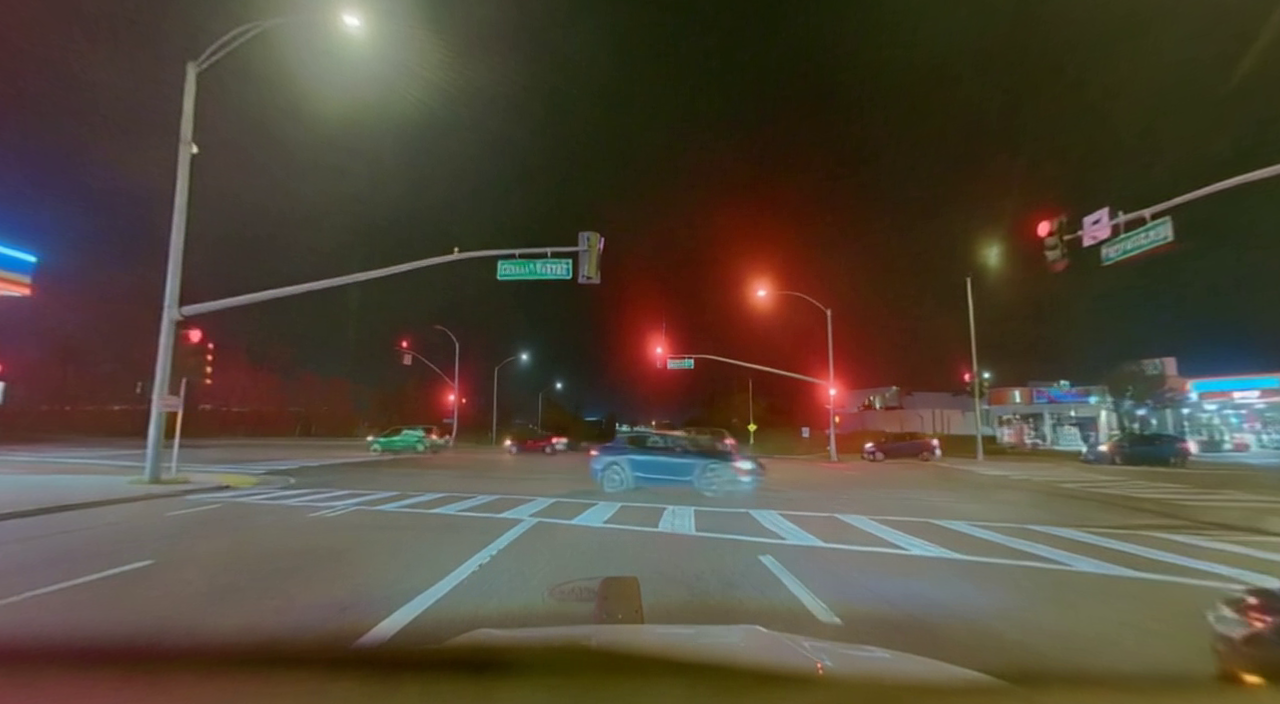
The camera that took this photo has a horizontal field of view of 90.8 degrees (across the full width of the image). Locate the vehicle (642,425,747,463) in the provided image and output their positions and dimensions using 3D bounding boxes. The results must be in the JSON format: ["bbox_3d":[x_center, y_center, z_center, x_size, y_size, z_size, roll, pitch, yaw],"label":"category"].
[{"bbox_3d":[2.522,4.346,29.679,4.562,1.676,1.819,-4,-10,26],"label":"vehicle"}]

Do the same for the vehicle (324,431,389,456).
[{"bbox_3d":[-20.373,6.612,45.373,4.433,1.717,1.839,-5,-10,27],"label":"vehicle"}]

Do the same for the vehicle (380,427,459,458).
[{"bbox_3d":[-13.046,5.363,37.313,4.311,1.742,1.864,-4,-10,26],"label":"vehicle"}]

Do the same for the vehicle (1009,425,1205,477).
[{"bbox_3d":[14.757,3.179,20.378,4.681,1.495,2.096,-4,-10,26],"label":"vehicle"}]

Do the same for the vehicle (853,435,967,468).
[{"bbox_3d":[13.090,4.851,30.790,4.792,1.467,1.831,-6,-10,32],"label":"vehicle"}]

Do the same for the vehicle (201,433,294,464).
[{"bbox_3d":[-19.811,4.875,31.857,4.670,1.458,1.959,-5,-10,31],"label":"vehicle"}]

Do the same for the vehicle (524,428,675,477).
[{"bbox_3d":[-1.406,3.357,21.195,4.806,1.482,1.862,-5,-10,29],"label":"vehicle"}]
